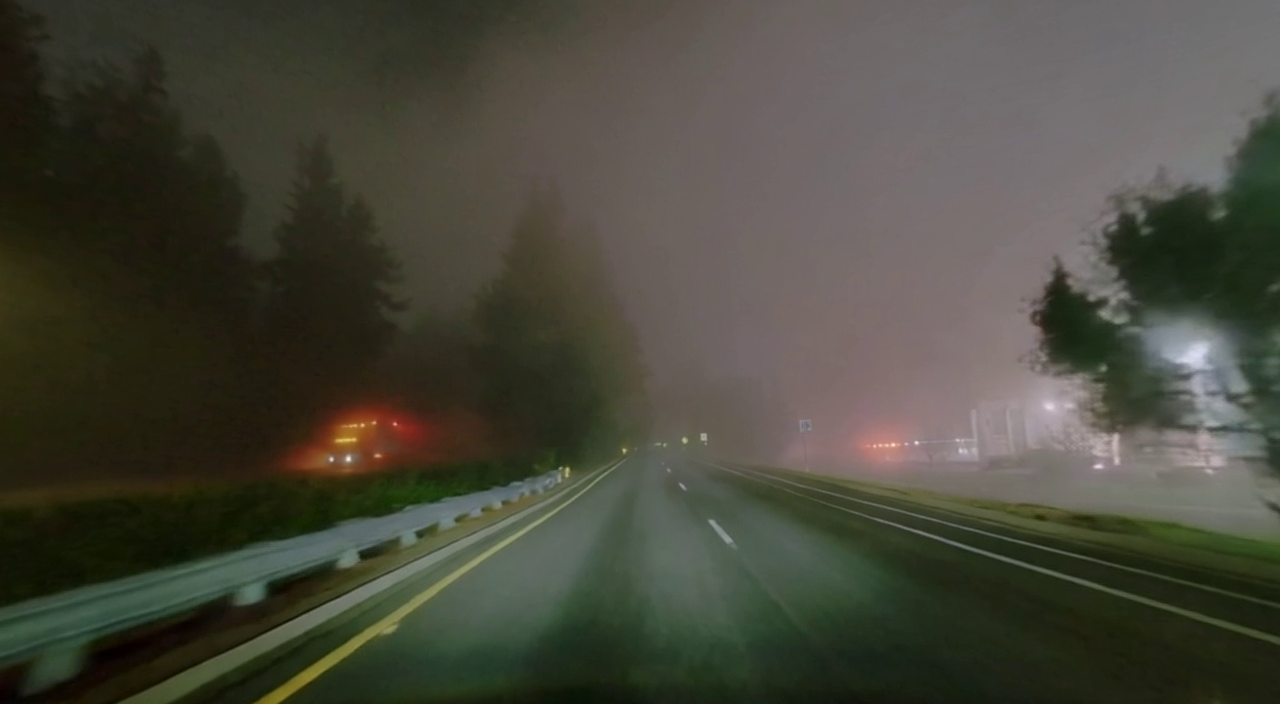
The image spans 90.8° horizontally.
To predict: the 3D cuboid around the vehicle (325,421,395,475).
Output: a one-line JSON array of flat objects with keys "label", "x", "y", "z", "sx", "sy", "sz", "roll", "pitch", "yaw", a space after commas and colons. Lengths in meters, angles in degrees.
[{"label": "vehicle", "x": -16.939, "y": 5.810, "z": 38.536, "sx": 2.575, "sy": 2.950, "sz": 4.003, "roll": -3, "pitch": -8, "yaw": -2}]
